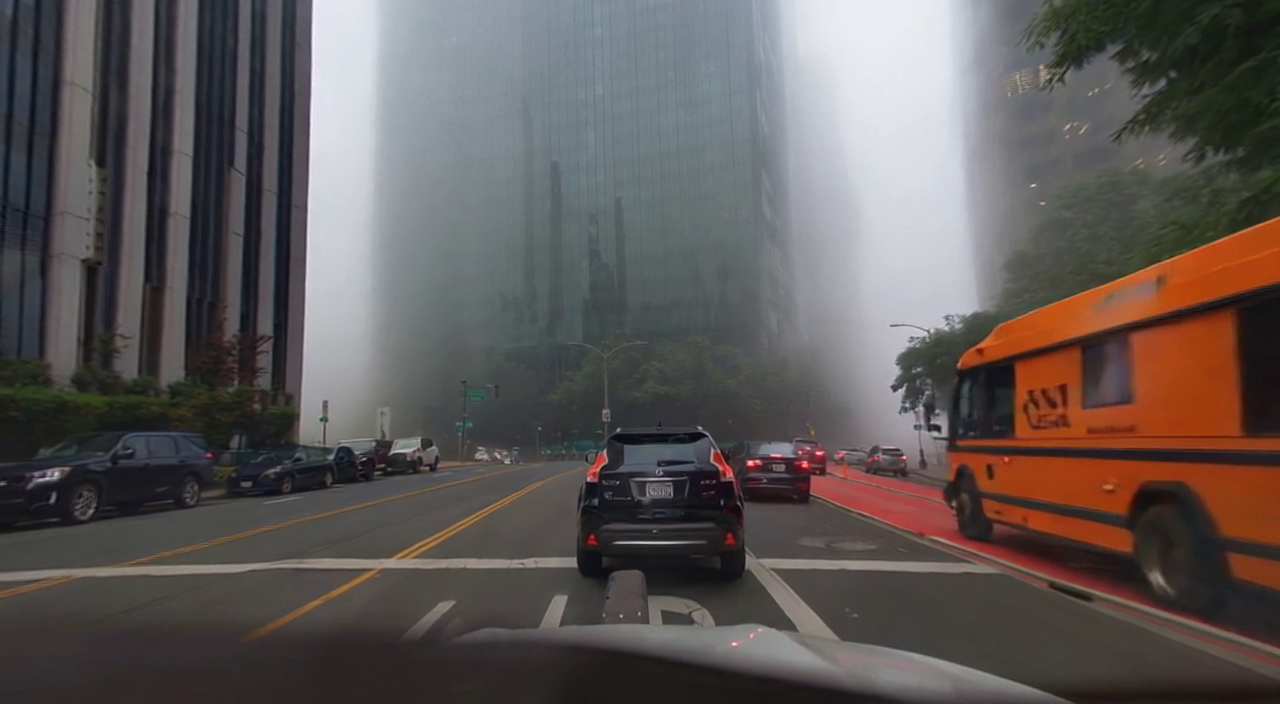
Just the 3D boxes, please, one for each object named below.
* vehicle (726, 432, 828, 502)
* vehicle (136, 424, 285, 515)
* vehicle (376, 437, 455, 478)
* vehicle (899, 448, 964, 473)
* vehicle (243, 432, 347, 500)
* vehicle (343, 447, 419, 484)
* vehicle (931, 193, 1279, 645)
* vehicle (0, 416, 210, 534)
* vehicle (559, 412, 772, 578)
[{"bbox_3d":[3.872,3.332,18.754,2.143,1.793,4.763,0,-8,3],"label":"vehicle"},{"bbox_3d":[-10.659,2.904,15.983,1.482,2.019,3.297,0,-9,-3],"label":"vehicle"},{"bbox_3d":[-11.634,5.504,33.248,2.338,1.963,5.740,0,-9,-3],"label":"vehicle"},{"bbox_3d":[22.460,8.316,48.720,4.211,1.820,2.094,-6,-10,33],"label":"vehicle"},{"bbox_3d":[-10.952,3.602,20.342,1.559,1.973,3.419,1,-9,-4],"label":"vehicle"},{"bbox_3d":[-11.226,4.934,27.726,1.791,1.463,4.210,0,-9,-4],"label":"vehicle"},{"bbox_3d":[6.136,0.756,6.331,3.113,3.116,7.650,-1,-8,3],"label":"vehicle"},{"bbox_3d":[-10.325,2.310,12.331,1.543,1.946,3.454,1,-9,-5],"label":"vehicle"},{"bbox_3d":[0.328,1.792,8.690,2.192,1.695,4.142,0,-8,2],"label":"vehicle"}]
